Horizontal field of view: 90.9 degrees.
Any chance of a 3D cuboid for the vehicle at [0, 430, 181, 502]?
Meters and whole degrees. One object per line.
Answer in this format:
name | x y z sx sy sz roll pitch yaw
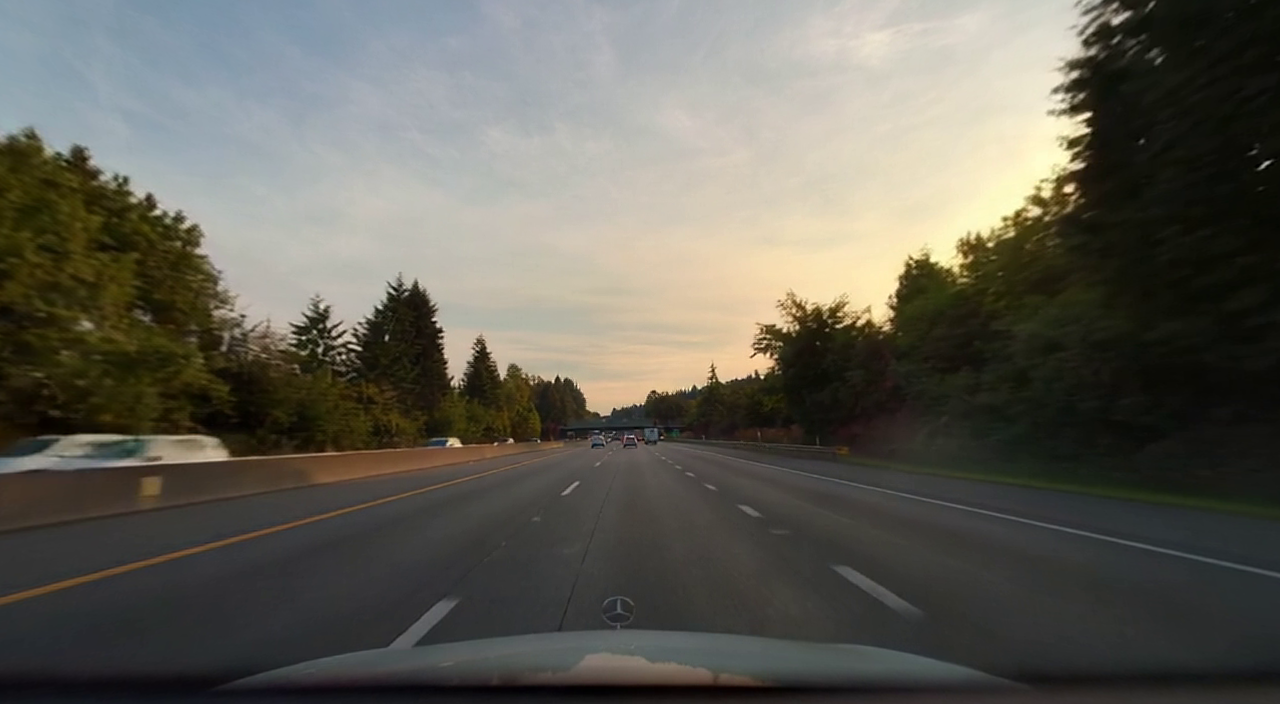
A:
vehicle | -12.720 2.535 14.442 1.855 1.437 3.463 0 -8 -2
